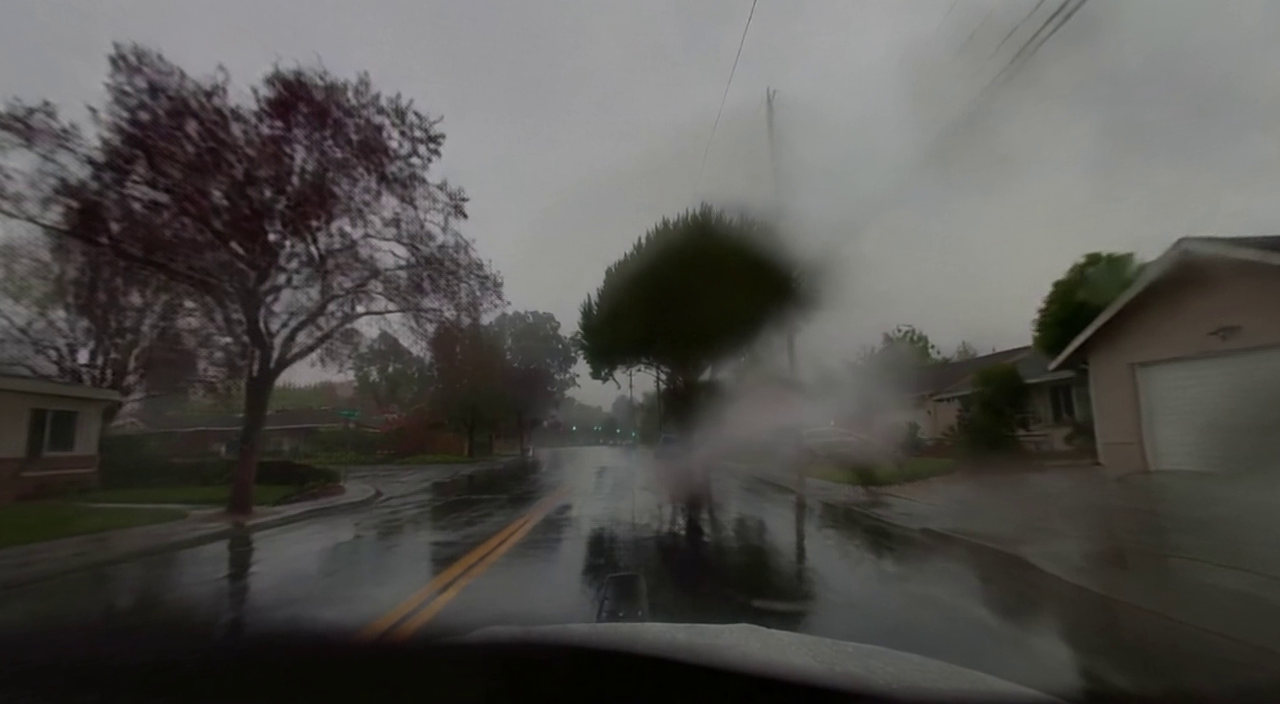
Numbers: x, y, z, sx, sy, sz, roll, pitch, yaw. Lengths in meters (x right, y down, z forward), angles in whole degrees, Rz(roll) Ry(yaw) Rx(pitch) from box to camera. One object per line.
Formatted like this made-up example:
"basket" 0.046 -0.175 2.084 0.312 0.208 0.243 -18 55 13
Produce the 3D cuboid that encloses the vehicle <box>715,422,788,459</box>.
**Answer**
"vehicle" 8.326 6.602 47.365 4.801 2.139 2.164 -7 -7 -3
